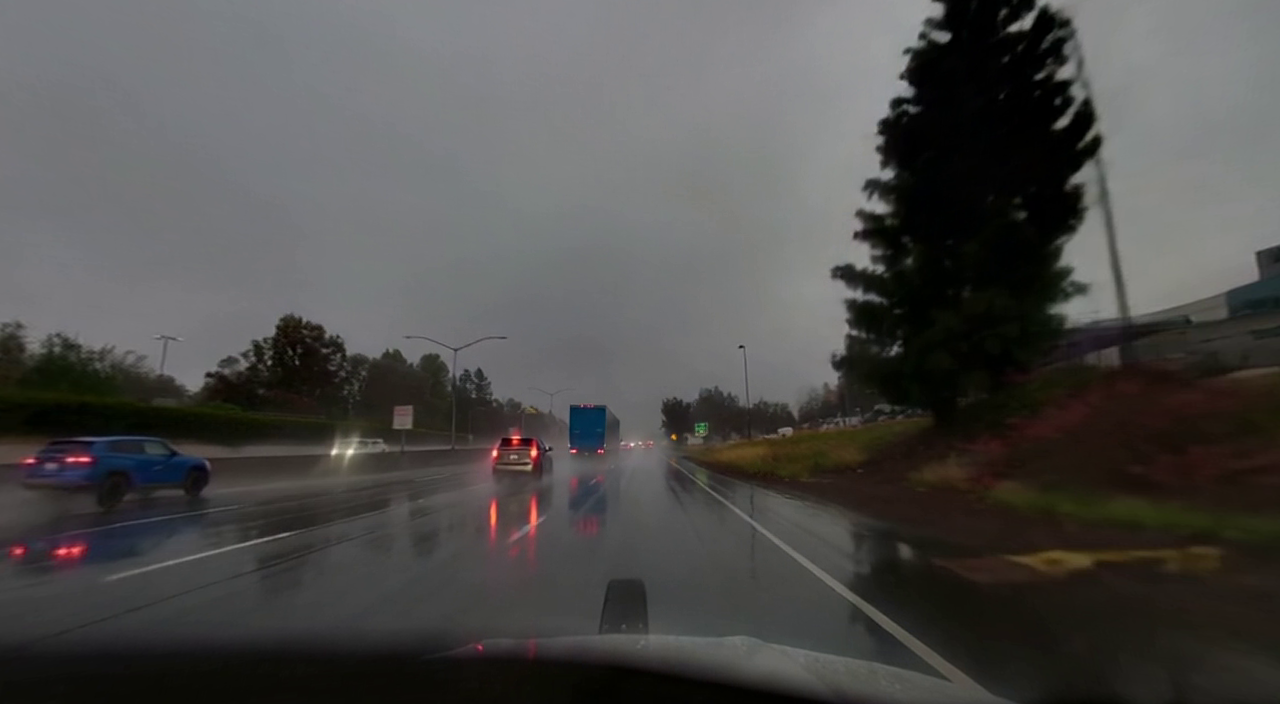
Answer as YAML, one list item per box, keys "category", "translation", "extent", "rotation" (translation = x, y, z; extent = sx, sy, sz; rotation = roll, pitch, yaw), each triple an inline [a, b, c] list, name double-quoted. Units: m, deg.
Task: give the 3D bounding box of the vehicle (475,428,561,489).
- category: "vehicle"
  translation: [-4.015, 3.579, 21.616]
  extent: [2.058, 1.840, 4.443]
  rotation: [0, -8, 0]

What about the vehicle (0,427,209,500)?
- category: "vehicle"
  translation: [-14.349, 2.953, 17.150]
  extent: [1.997, 1.695, 4.492]
  rotation: [0, -8, 1]

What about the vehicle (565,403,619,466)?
- category: "vehicle"
  translation: [-3.318, 6.268, 47.343]
  extent: [2.905, 4.037, 12.921]
  rotation: [0, -8, 1]
